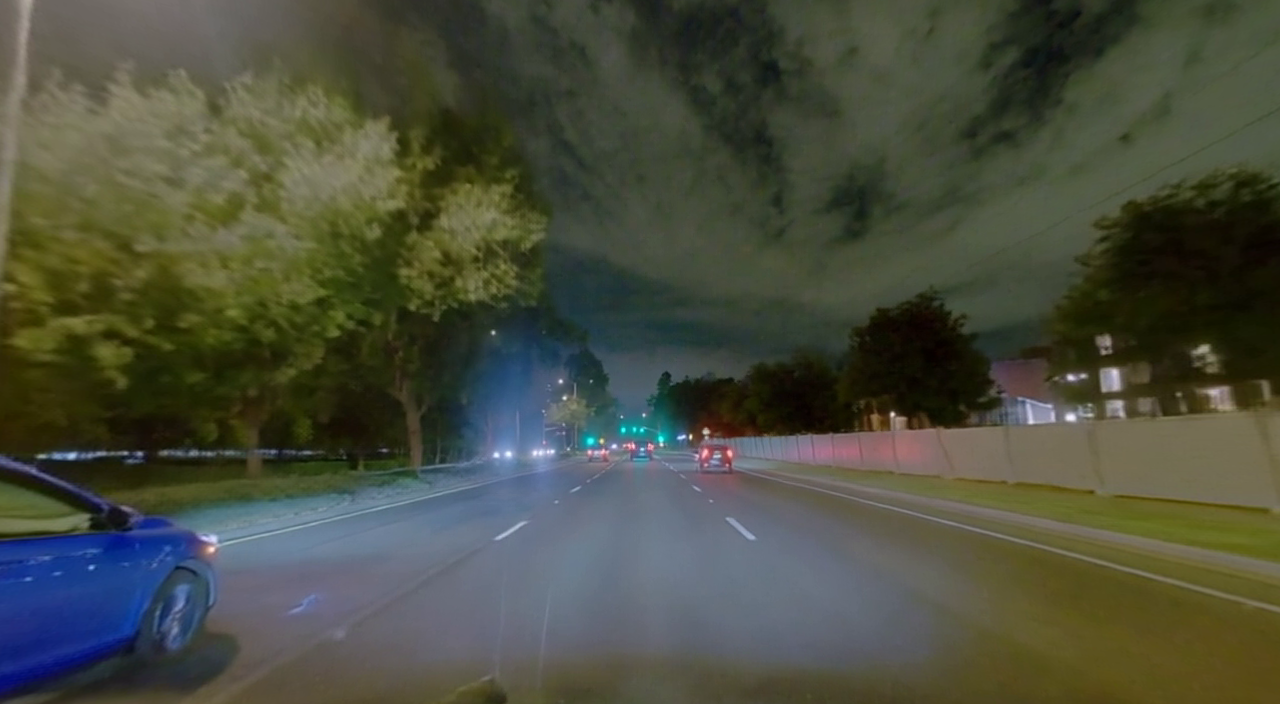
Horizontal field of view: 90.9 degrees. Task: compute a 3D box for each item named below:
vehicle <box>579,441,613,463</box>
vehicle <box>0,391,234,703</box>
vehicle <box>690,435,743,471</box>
[{"bbox_3d":[-3.003,6.939,43.812,1.940,1.473,4.133,0,-8,1],"label":"vehicle"},{"bbox_3d":[-3.712,0.757,1.494,2.091,1.503,4.989,0,-8,1],"label":"vehicle"},{"bbox_3d":[3.856,5.189,32.504,2.182,1.688,4.187,0,-8,-1],"label":"vehicle"}]
